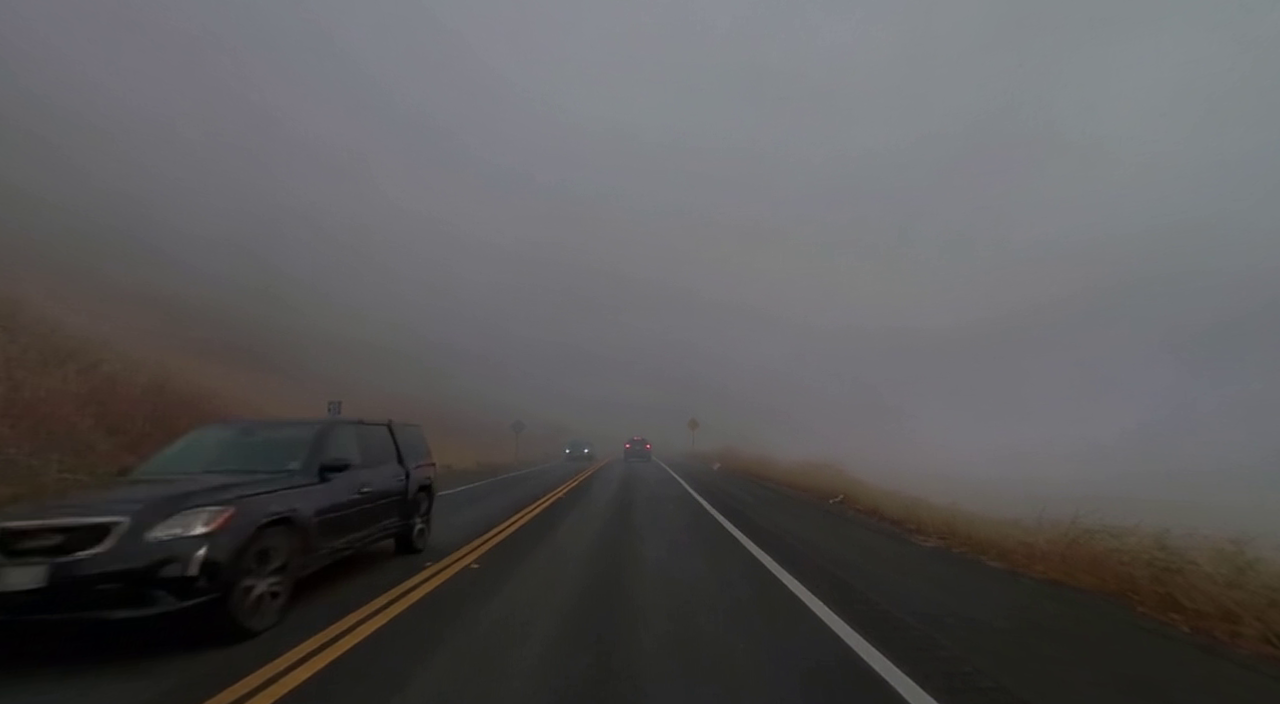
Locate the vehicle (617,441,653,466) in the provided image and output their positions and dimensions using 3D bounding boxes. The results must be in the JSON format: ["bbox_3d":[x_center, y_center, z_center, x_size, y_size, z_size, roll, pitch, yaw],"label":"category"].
[{"bbox_3d":[-0.327,6.391,39.996,2.186,1.486,3.861,0,-9,0],"label":"vehicle"}]

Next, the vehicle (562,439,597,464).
[{"bbox_3d":[-4.630,7.702,49.073,2.236,1.848,4.683,0,-9,0],"label":"vehicle"}]
